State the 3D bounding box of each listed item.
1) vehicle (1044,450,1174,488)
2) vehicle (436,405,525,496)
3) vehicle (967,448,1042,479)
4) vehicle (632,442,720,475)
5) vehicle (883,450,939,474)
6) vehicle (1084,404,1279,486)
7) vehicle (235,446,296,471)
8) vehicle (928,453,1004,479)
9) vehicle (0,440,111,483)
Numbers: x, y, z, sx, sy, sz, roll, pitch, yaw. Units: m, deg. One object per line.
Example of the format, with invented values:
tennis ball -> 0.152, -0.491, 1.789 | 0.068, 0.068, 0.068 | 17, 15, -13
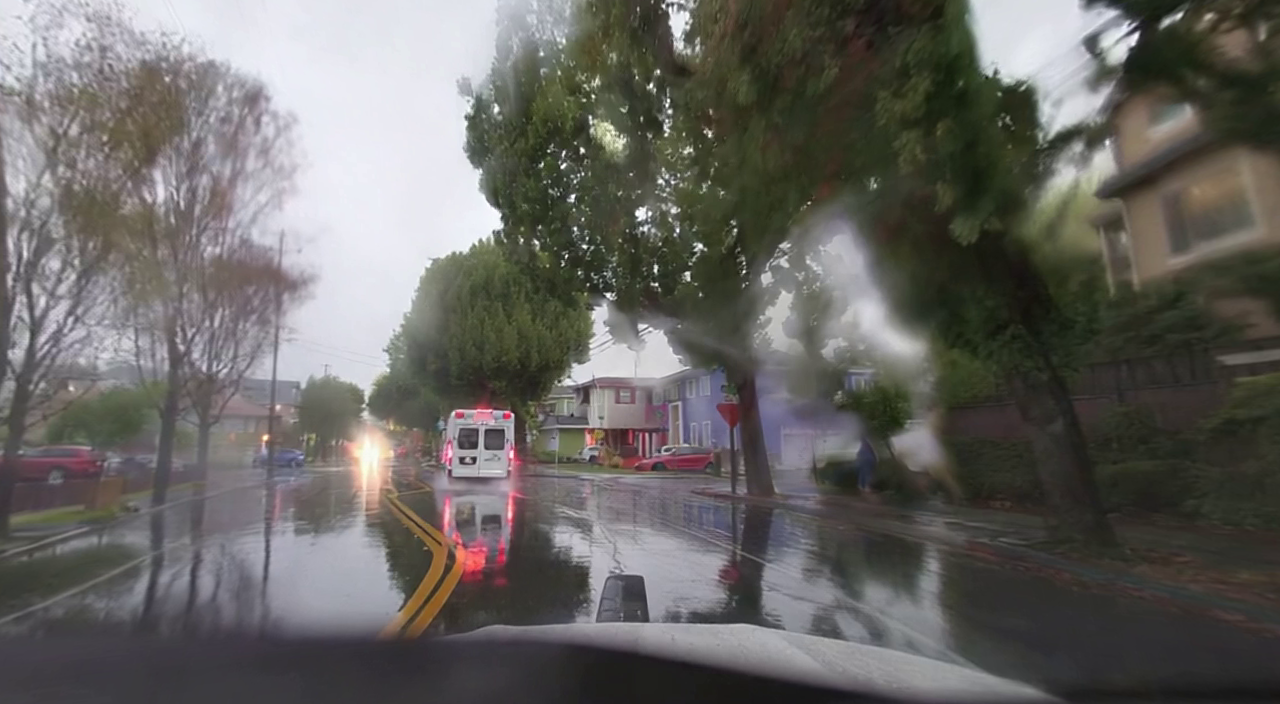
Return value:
vehicle -> 20.449, 5.093, 27.850 | 1.805, 1.420, 4.603 | -1, -8, -7
vehicle -> -5.547, 3.311, 21.451 | 2.444, 2.640, 5.482 | 2, -9, -18
vehicle -> 23.046, 7.045, 40.154 | 1.894, 1.784, 4.355 | 0, -8, -4
vehicle -> 2.254, 6.822, 40.587 | 5.270, 1.966, 2.329 | 0, -8, -6
vehicle -> 19.931, 8.073, 46.630 | 1.899, 1.635, 4.603 | 0, -8, -2
vehicle -> 25.435, 4.343, 29.205 | 2.934, 3.217, 7.956 | 1, -10, -11
vehicle -> -28.045, 7.938, 47.258 | 4.502, 1.810, 2.056 | -6, -10, 33
vehicle -> 20.487, 7.154, 39.982 | 1.861, 1.470, 4.867 | 1, -8, -6
vehicle -> -26.611, 4.646, 26.650 | 5.910, 1.681, 2.579 | 3, -12, -22
